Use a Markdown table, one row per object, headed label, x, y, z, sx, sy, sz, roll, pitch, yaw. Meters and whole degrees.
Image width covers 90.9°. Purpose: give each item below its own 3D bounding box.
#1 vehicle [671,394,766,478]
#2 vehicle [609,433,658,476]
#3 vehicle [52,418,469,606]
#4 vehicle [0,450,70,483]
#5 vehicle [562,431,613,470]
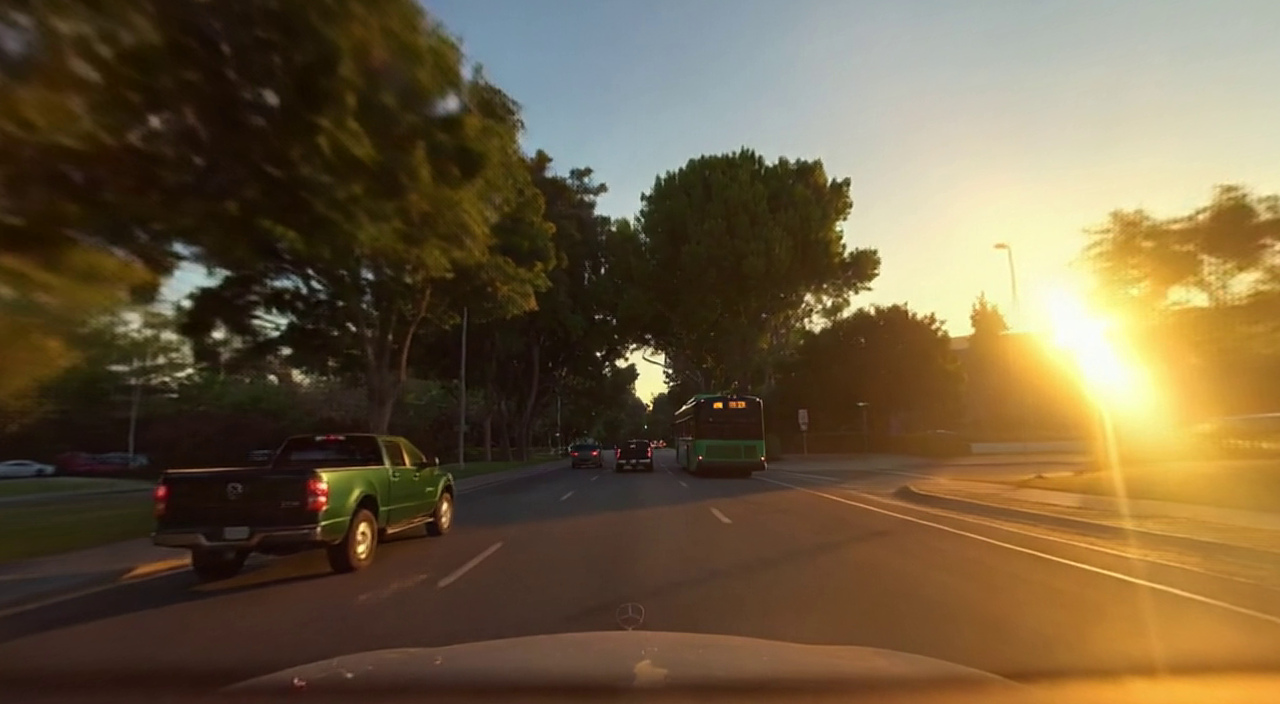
| label | x | y | z | sx | sy | sz | roll | pitch | yaw |
| --- | --- | --- | --- | --- | --- | --- | --- | --- | --- |
| vehicle | 3.368 | 4.206 | 30.911 | 3.059 | 3.264 | 12.623 | 0 | -8 | 0 |
| vehicle | -0.234 | 4.768 | 29.567 | 2.074 | 1.849 | 5.137 | 0 | -8 | 1 |
| vehicle | -3.801 | 1.672 | 7.587 | 2.109 | 1.543 | 4.535 | 0 | -8 | 1 |
| vehicle | -34.921 | 6.364 | 35.169 | 1.824 | 1.673 | 4.557 | 0 | -8 | 1 |
| vehicle | -2.922 | 5.685 | 36.522 | 2.513 | 2.066 | 5.820 | 0 | -8 | 0 |
